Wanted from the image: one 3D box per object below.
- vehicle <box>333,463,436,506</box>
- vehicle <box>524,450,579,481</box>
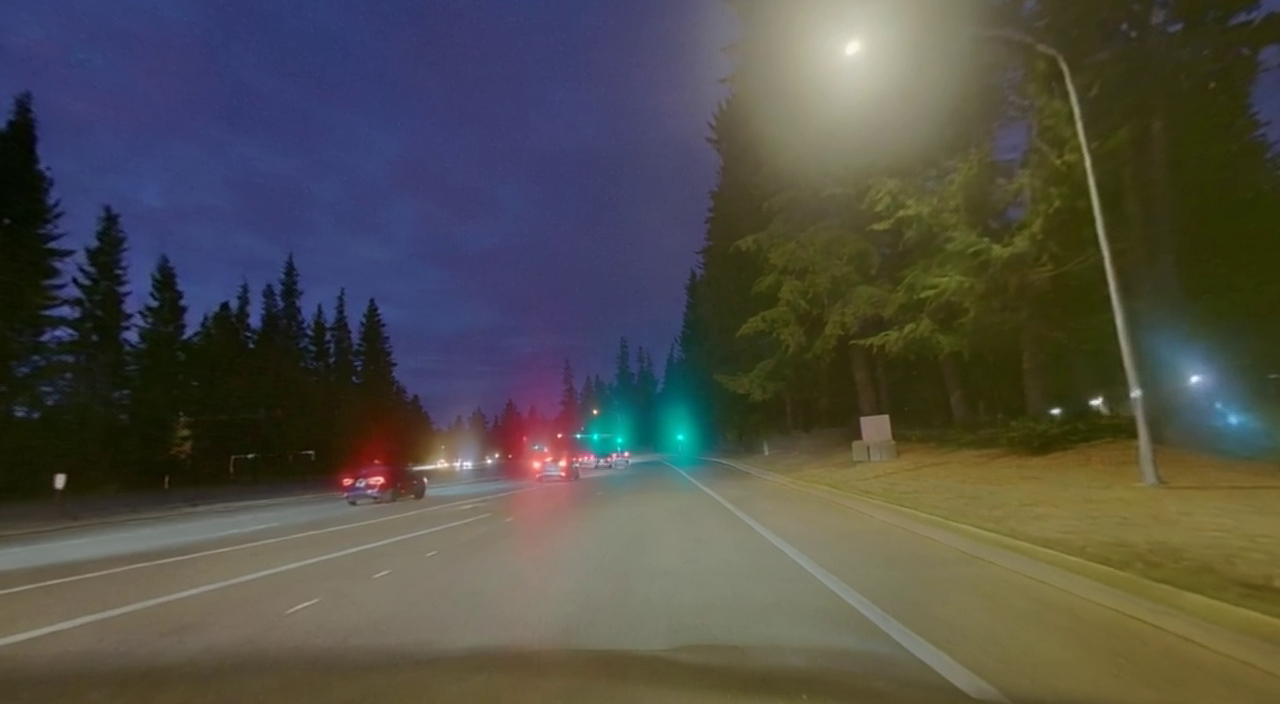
[{"bbox_3d":[-10.948,5.680,27.562,1.886,1.535,4.742,-1,-8,10],"label":"vehicle"},{"bbox_3d":[-5.252,6.805,38.277,2.049,1.699,4.860,-1,-8,8],"label":"vehicle"}]
